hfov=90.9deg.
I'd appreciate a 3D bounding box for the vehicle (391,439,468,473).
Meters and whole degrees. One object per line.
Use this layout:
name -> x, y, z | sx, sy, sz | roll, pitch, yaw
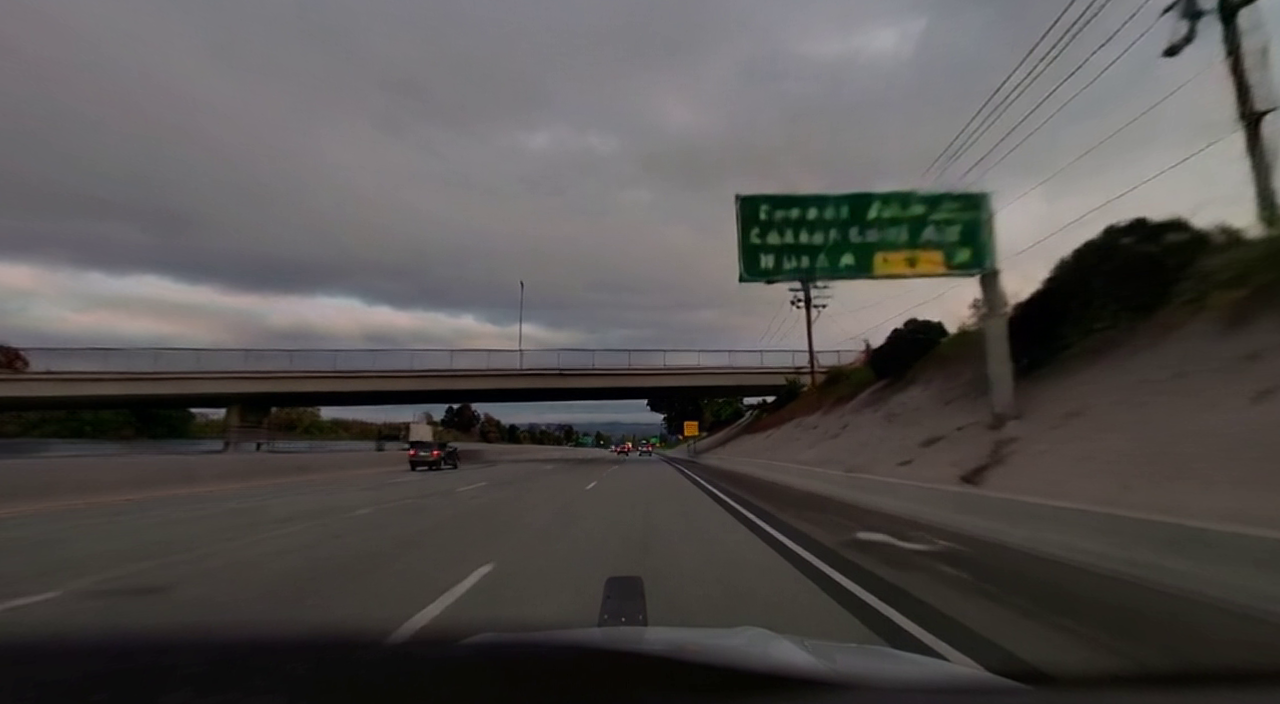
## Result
vehicle -> -10.044, 4.985, 30.477 | 2.056, 1.476, 4.562 | 0, -8, 1
